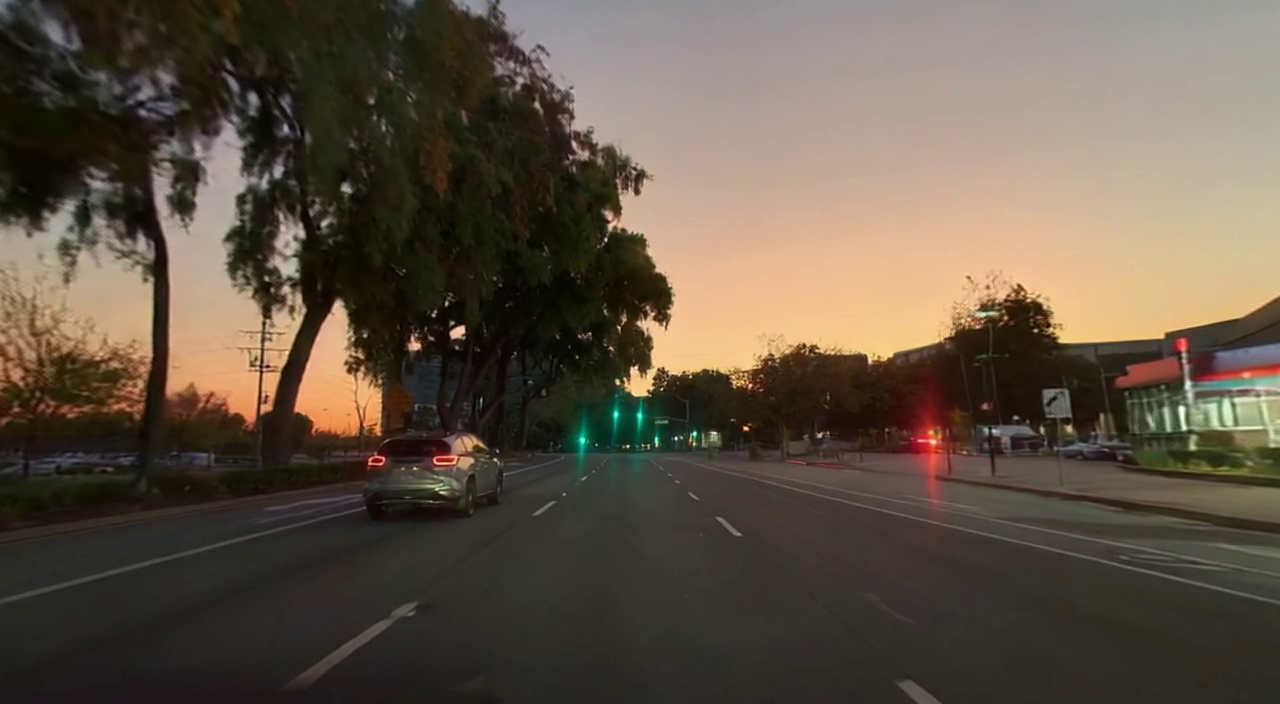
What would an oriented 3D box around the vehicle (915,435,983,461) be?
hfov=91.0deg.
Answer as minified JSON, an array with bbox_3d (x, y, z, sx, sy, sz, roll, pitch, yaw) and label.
[{"bbox_3d":[18.257,5.701,37.490,1.831,1.442,5.072,-1,-9,4],"label":"vehicle"}]

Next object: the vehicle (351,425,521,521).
[{"bbox_3d":[-4.017,2.469,13.415,2.039,1.656,4.710,0,-9,0],"label":"vehicle"}]
